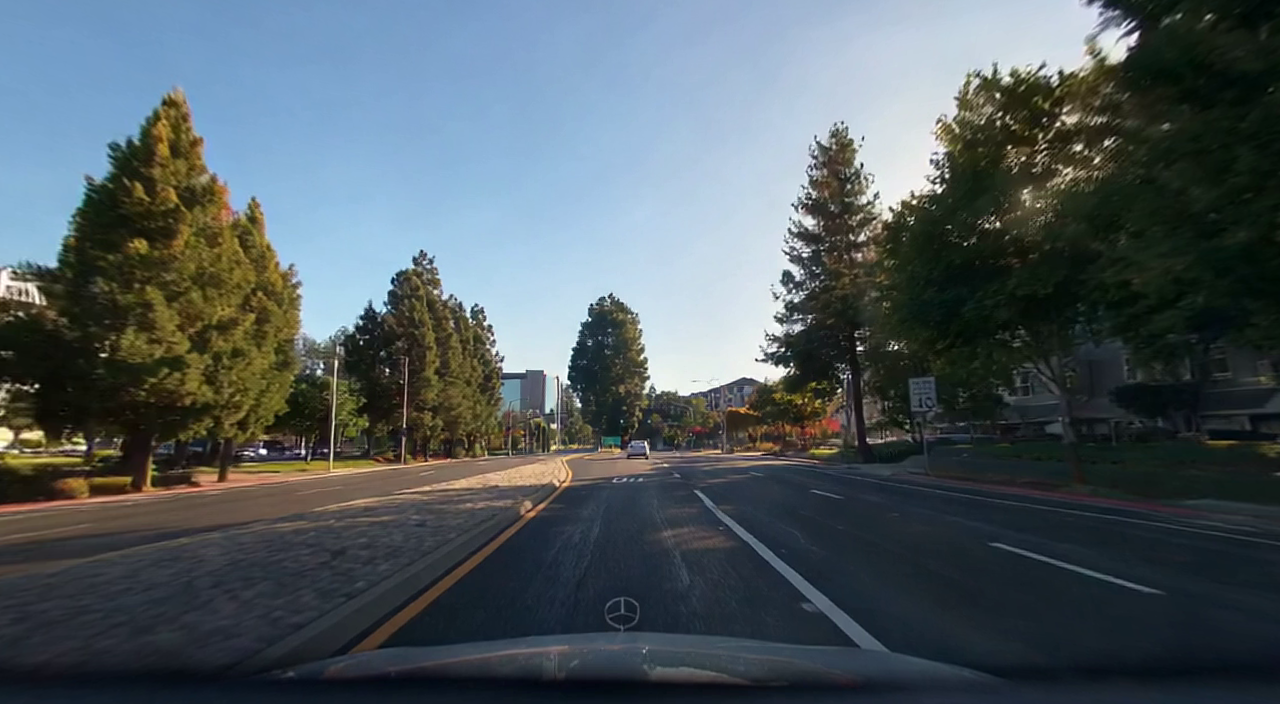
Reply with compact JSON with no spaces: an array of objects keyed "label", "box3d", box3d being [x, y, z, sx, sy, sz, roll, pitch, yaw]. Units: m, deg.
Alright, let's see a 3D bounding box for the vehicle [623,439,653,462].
[{"label":"vehicle","box3d":[-0.120,6.943,44.421,2.064,1.477,3.968,0,-9,1]}]
